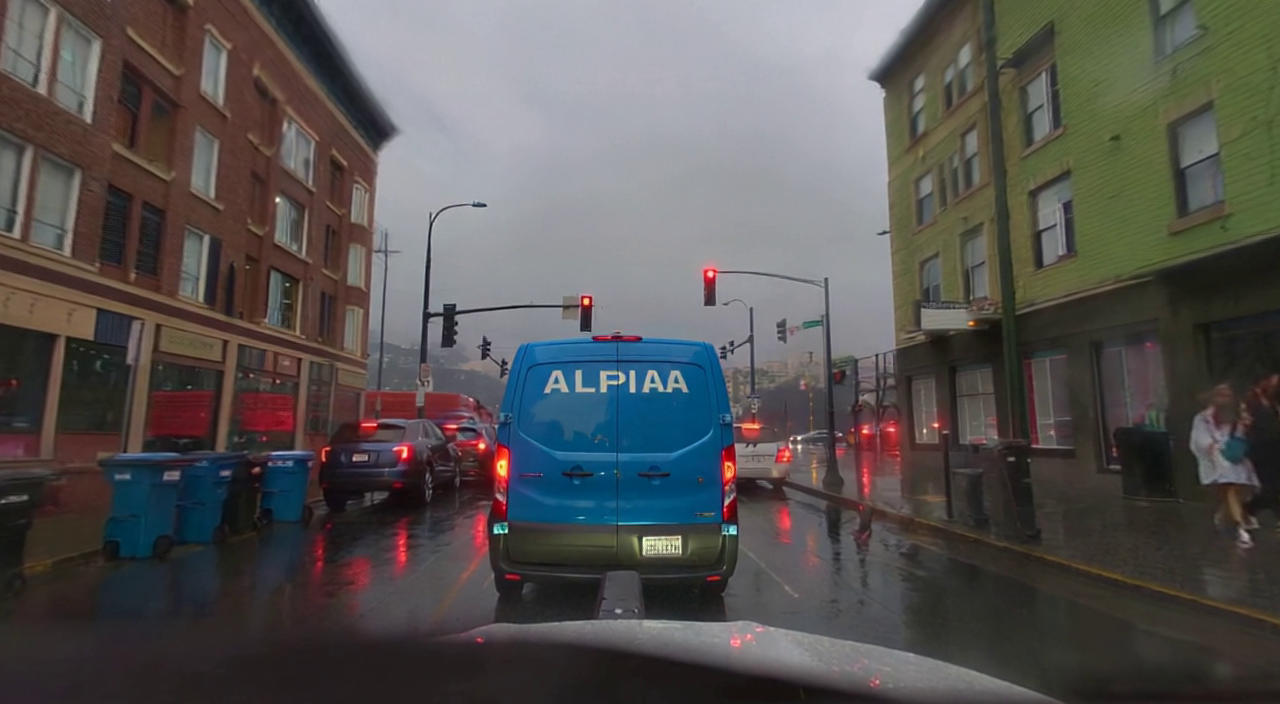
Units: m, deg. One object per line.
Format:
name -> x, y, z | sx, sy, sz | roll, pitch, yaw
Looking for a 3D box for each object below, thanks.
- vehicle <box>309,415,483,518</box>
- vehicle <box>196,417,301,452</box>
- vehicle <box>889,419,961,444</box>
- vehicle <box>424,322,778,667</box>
vehicle -> -3.956, 1.889, 10.863 | 1.841, 1.461, 3.426 | 1, -8, -5
vehicle -> -18.293, 3.864, 29.566 | 3.713, 1.571, 1.751 | 1, -8, -11
vehicle -> 16.107, 4.503, 35.652 | 3.381, 1.391, 1.529 | 1, -8, -10
vehicle -> -0.321, 1.061, 5.712 | 1.951, 1.907, 4.266 | 0, -8, -3
